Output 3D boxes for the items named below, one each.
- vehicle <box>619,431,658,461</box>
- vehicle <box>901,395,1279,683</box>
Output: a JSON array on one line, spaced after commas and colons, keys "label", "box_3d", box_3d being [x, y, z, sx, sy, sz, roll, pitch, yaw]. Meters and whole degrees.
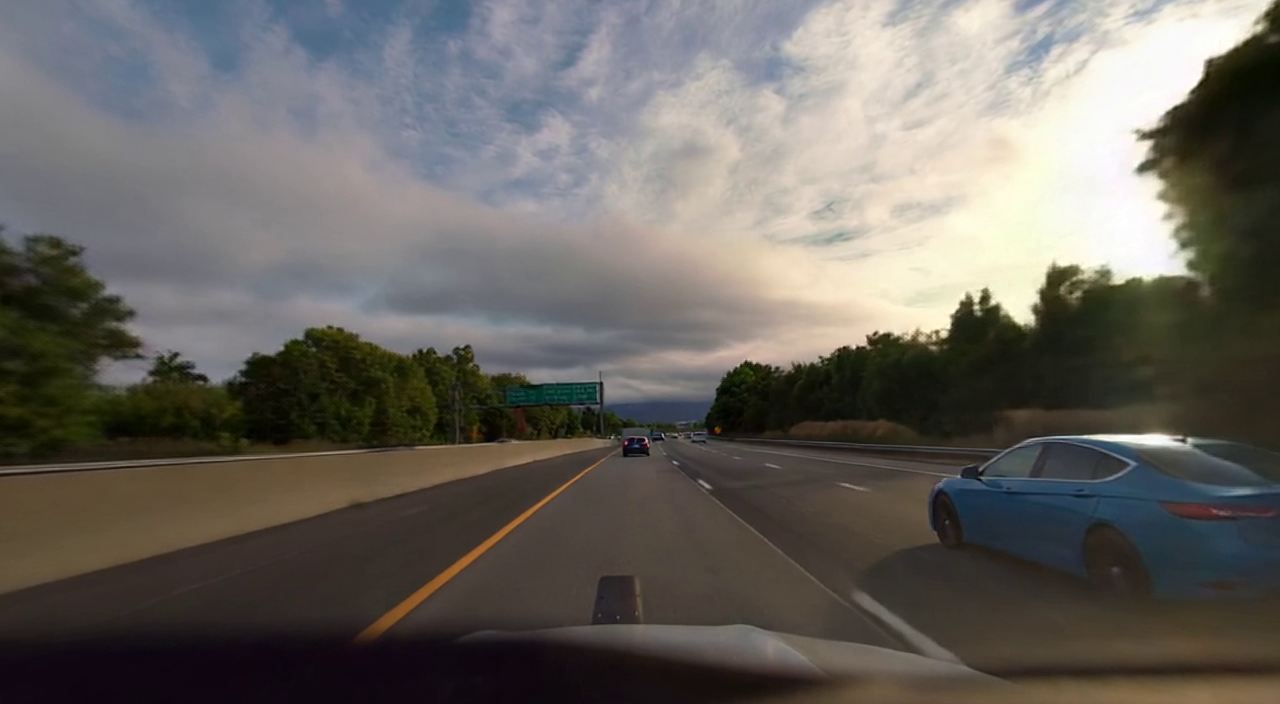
[{"label": "vehicle", "box_3d": [-0.106, 5.115, 34.419, 2.046, 1.526, 3.903, 0, -8, -1]}, {"label": "vehicle", "box_3d": [4.192, 1.240, 5.237, 1.981, 1.467, 4.459, 0, -8, -2]}]
